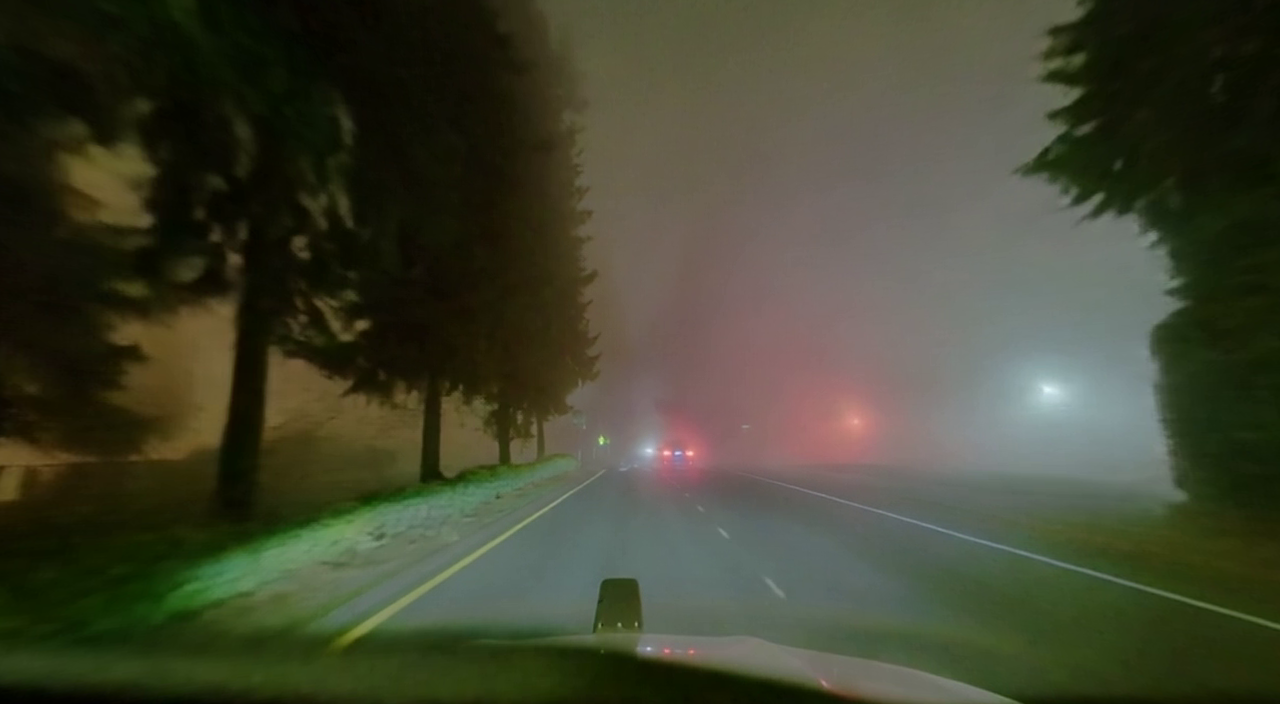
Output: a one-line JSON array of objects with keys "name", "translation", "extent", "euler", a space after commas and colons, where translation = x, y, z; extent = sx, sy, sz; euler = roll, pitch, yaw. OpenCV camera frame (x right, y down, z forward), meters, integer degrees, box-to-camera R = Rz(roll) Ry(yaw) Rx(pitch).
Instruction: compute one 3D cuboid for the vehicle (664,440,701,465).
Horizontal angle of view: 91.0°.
[{"name": "vehicle", "translation": [2.725, 6.545, 41.145], "extent": [2.044, 1.537, 4.528], "euler": [0, -8, -1]}]
